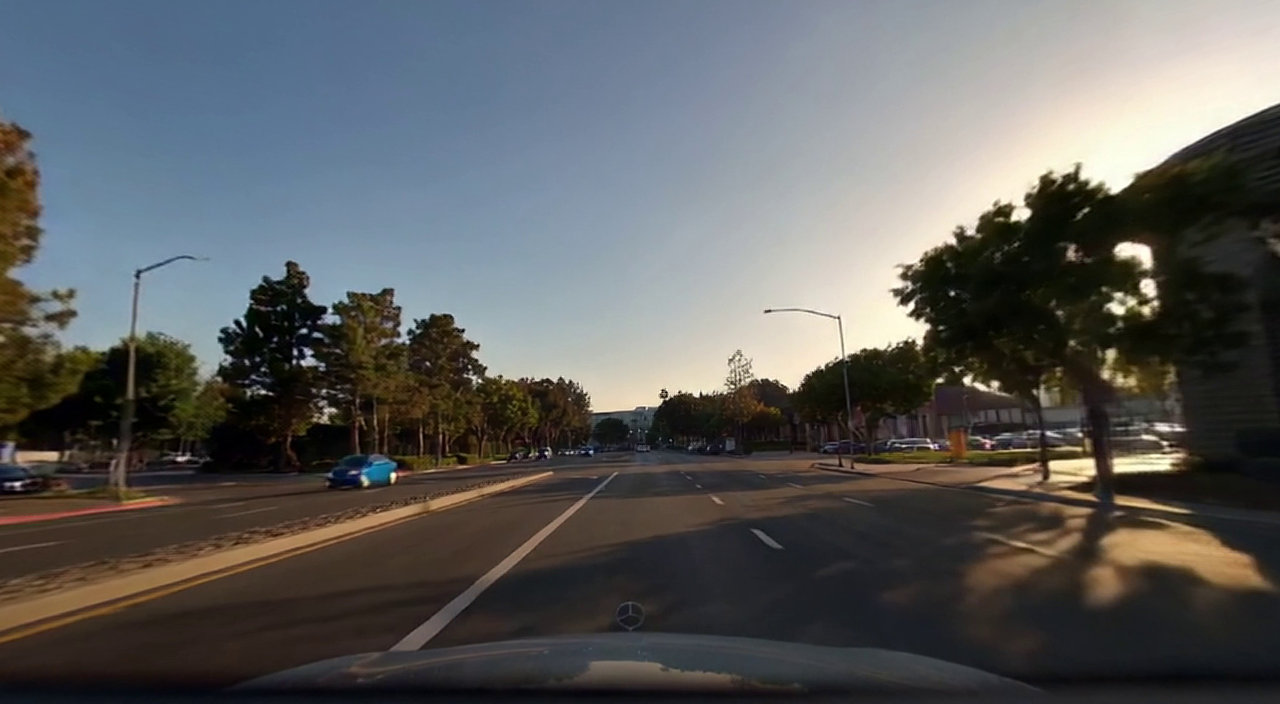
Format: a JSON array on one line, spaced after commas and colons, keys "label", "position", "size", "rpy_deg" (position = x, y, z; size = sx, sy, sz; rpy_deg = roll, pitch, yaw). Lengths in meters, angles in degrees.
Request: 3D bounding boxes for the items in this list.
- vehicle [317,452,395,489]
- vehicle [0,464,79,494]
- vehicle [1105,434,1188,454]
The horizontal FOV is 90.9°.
[{"label": "vehicle", "position": [-14.831, 6.172, 33.224], "size": [1.983, 1.725, 4.359], "rpy_deg": [0, -8, 1]}, {"label": "vehicle", "position": [-41.002, 8.399, 41.702], "size": [5.288, 1.786, 2.076], "rpy_deg": [2, -9, -15]}, {"label": "vehicle", "position": [39.390, 7.185, 49.122], "size": [1.790, 1.416, 4.627], "rpy_deg": [5, -10, -32]}]
